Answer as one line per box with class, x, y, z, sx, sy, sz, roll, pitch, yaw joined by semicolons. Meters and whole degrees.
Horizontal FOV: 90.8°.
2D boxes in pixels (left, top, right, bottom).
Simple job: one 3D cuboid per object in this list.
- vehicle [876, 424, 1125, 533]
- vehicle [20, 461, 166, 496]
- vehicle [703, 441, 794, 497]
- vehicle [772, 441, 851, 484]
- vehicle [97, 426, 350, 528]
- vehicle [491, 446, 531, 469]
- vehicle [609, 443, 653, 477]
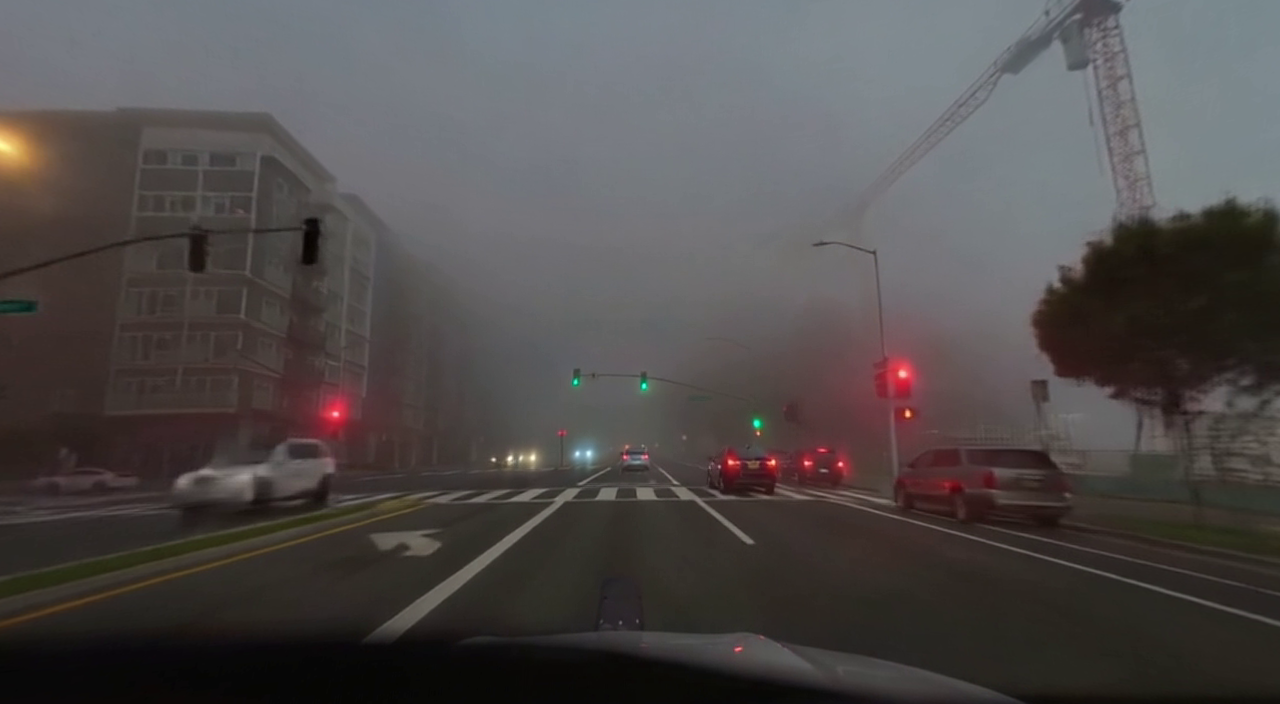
vehicle;7.217;2.583;13.648;2.125;1.838;5.555;0;-9;0
vehicle;-24.330;5.613;28.253;4.575;1.414;1.895;0;-9;-5
vehicle;3.086;3.417;18.821;1.910;1.474;4.003;0;-9;-1
vehicle;7.292;4.735;27.392;2.031;1.708;4.567;0;-9;-1
vehicle;-8.260;2.498;13.269;2.115;1.723;4.698;0;-9;-1
vehicle;-8.874;7.274;43.859;1.902;1.503;4.240;0;-9;0
vehicle;-0.423;5.139;30.289;2.006;1.487;3.535;0;-9;0
